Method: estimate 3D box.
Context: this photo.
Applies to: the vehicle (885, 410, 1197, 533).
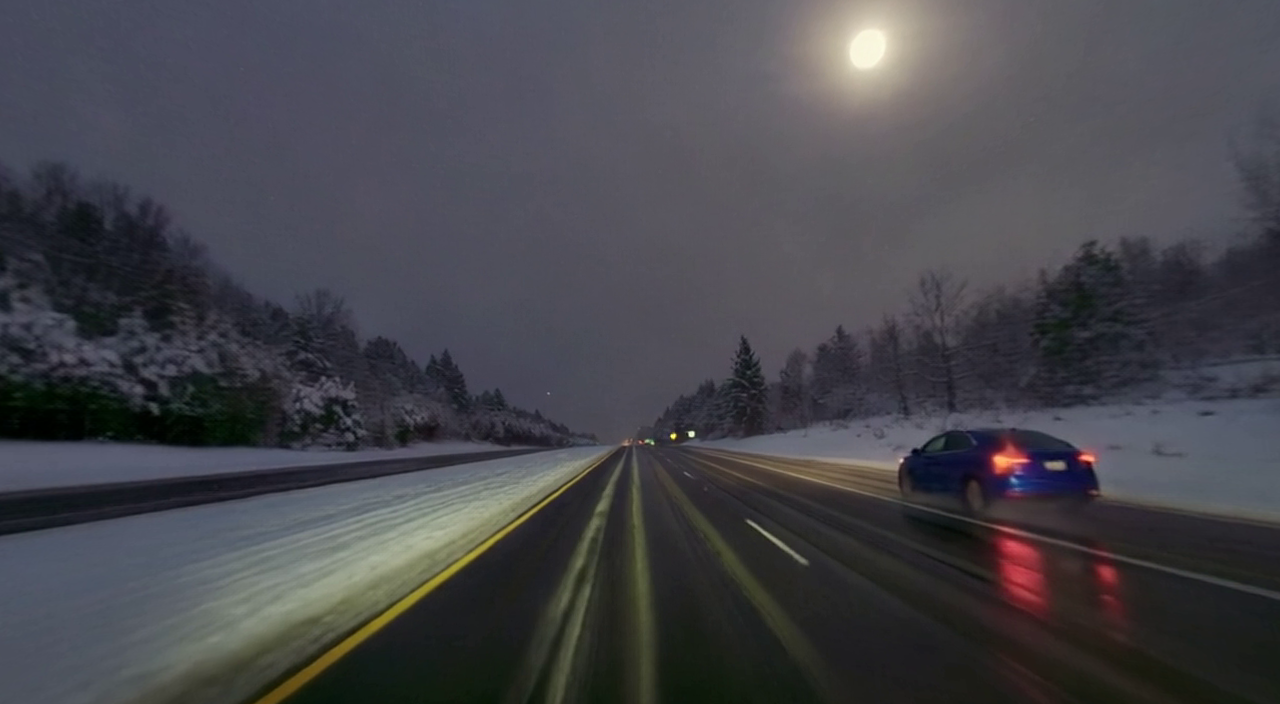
[{"bbox_3d":[6.627,2.015,11.359,2.273,1.698,4.863,0,-8,-2],"label":"vehicle"}]
